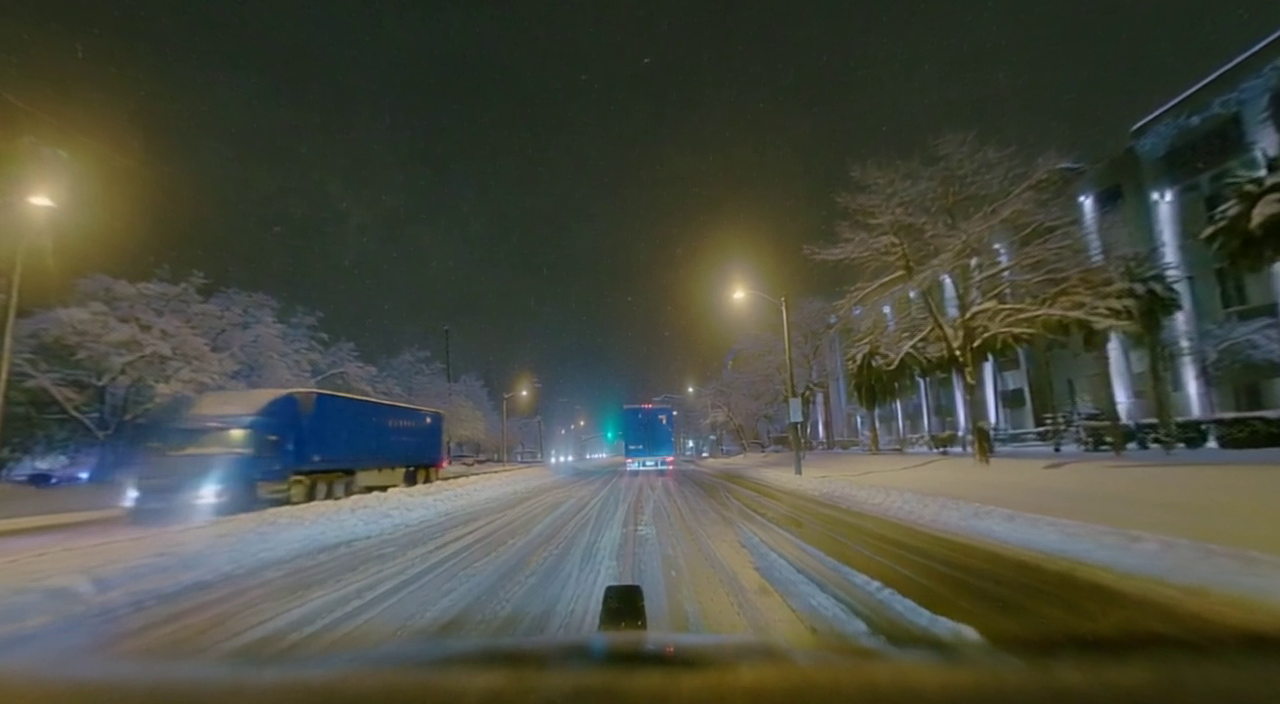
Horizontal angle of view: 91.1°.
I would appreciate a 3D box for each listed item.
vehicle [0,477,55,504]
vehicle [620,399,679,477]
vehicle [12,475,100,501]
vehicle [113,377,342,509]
[{"bbox_3d":[-35.621,7.828,35.437,3.477,1.395,1.617,-1,-10,-1],"label":"vehicle"},{"bbox_3d":[0.306,5.306,38.039,2.992,3.949,11.815,0,-9,-2],"label":"vehicle"},{"bbox_3d":[-35.537,8.300,38.279,3.601,1.427,1.646,1,-9,-2],"label":"vehicle"},{"bbox_3d":[-14.283,3.317,22.796,3.008,3.997,7.313,0,-9,2],"label":"vehicle"}]
